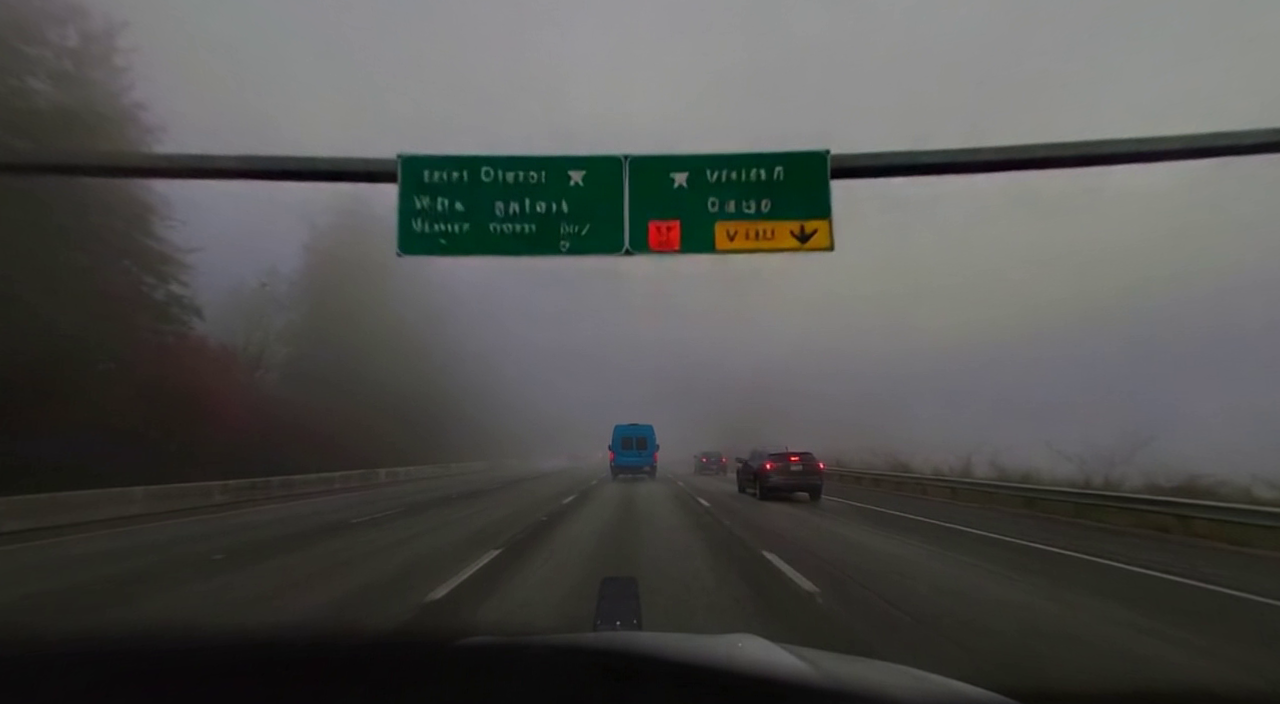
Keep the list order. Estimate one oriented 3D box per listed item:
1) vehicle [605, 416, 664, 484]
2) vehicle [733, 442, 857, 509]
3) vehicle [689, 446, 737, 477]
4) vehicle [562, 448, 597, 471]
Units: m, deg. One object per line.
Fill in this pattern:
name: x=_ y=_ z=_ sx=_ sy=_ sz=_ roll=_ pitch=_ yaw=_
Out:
vehicle: x=-0.230 y=4.150 z=26.551 sx=2.268 sy=2.551 sz=5.144 roll=0 pitch=-9 yaw=0
vehicle: x=3.863 y=3.172 z=16.593 sx=2.015 sy=1.491 sz=4.732 roll=0 pitch=-9 yaw=-1
vehicle: x=3.737 y=5.728 z=32.956 sx=1.978 sy=1.510 sz=4.462 roll=0 pitch=-9 yaw=0
vehicle: x=-4.118 y=7.413 z=43.395 sx=2.003 sy=1.498 sz=4.386 roll=0 pitch=-9 yaw=-1
